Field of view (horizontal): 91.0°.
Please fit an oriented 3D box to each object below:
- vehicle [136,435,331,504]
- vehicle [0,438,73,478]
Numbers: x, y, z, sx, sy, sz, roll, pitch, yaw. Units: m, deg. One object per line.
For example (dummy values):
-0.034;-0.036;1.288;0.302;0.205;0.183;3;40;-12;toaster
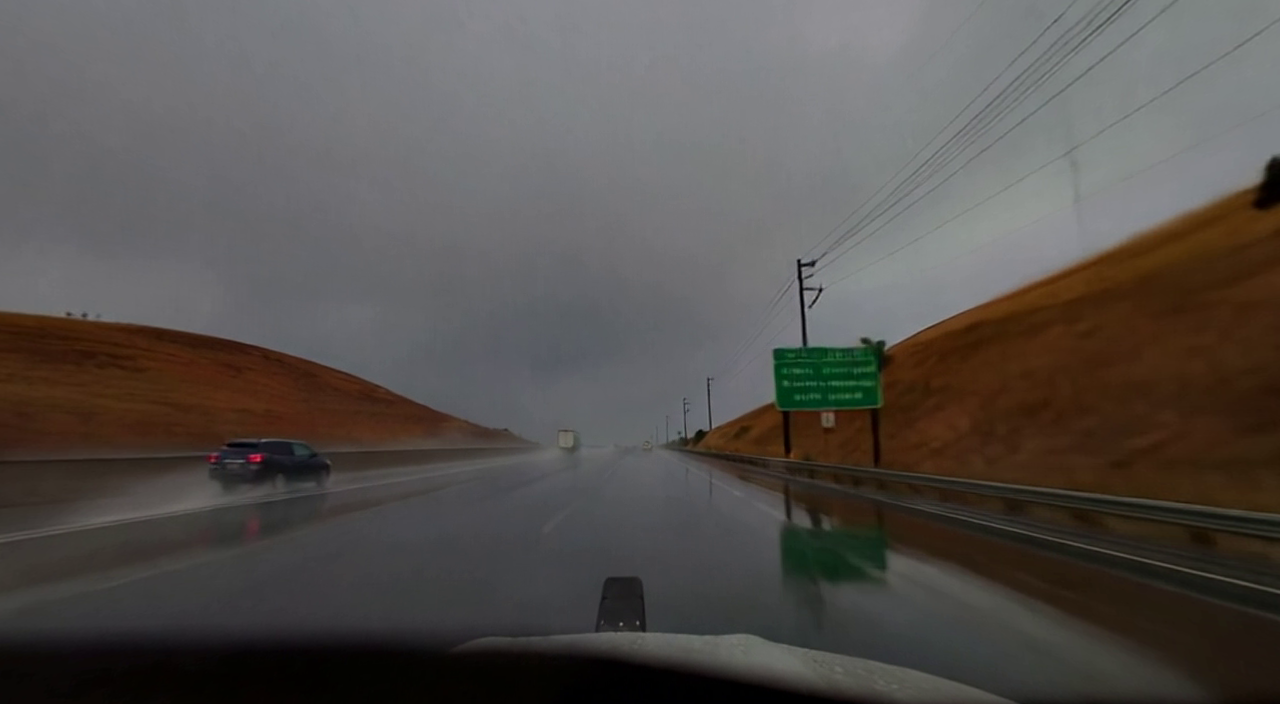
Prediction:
-10.622;3.092;17.049;1.971;1.558;4.847;0;-9;1;vehicle
-28.324;4.669;27.873;1.774;1.718;4.776;0;-9;2;vehicle
